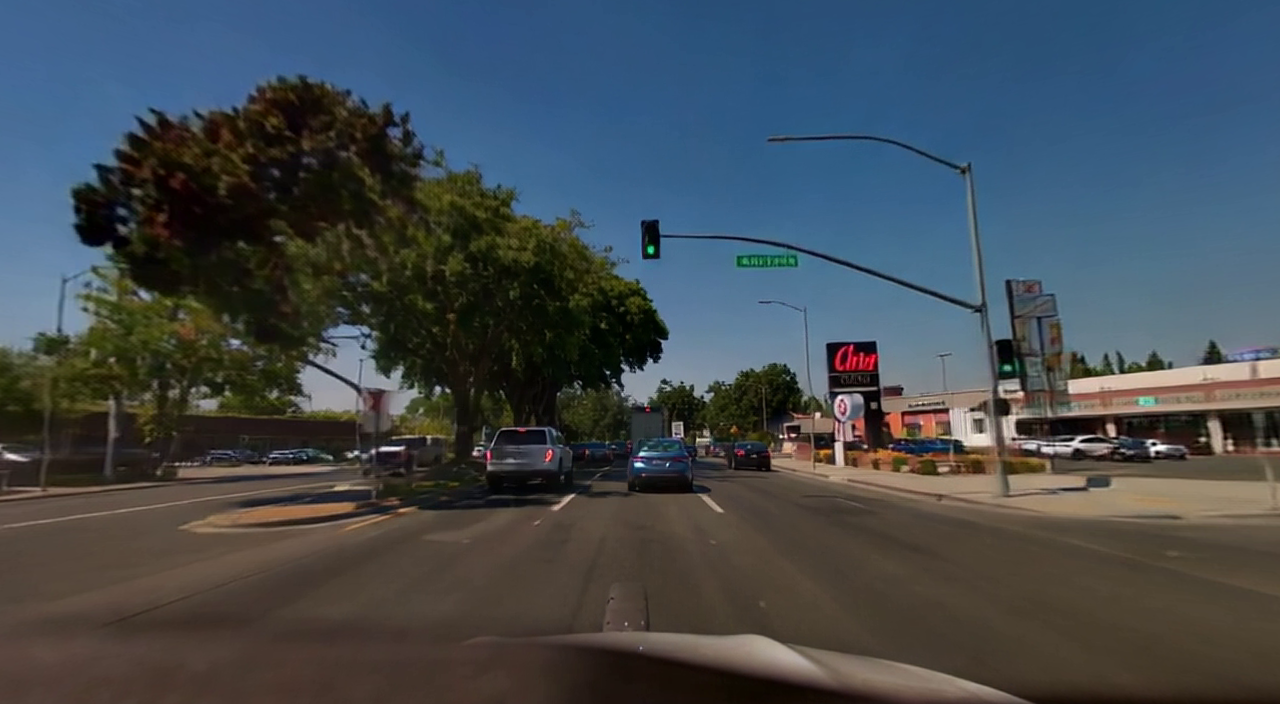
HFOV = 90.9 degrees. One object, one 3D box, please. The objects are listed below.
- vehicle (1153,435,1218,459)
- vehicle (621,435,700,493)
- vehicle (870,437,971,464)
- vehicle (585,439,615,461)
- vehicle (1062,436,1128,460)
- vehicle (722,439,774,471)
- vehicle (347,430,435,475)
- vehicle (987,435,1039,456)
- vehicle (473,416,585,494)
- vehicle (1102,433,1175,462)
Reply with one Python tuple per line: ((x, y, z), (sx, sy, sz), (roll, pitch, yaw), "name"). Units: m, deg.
((34.568, 5.996, 39.914), (4.052, 1.445, 1.889), (5, -10, -32), "vehicle")
((0.537, 3.237, 18.604), (2.061, 1.494, 4.079), (0, -8, 0), "vehicle")
((15.650, 5.487, 35.265), (4.756, 1.422, 1.831), (0, -8, -1), "vehicle")
((-2.920, 7.274, 46.852), (1.902, 1.522, 3.523), (0, -8, 1), "vehicle")
((28.461, 5.981, 39.377), (3.873, 1.429, 1.765), (5, -10, -29), "vehicle")
((5.364, 5.173, 31.911), (1.900, 1.507, 4.151), (0, -8, 0), "vehicle")
((-11.679, 4.760, 30.024), (2.165, 1.926, 4.899), (0, -8, 0), "vehicle")
((28.873, 7.210, 48.744), (3.799, 1.541, 1.747), (5, -10, -30), "vehicle")
((-3.031, 2.984, 18.526), (2.289, 1.935, 5.227), (0, -8, 1), "vehicle")
((29.314, 5.587, 37.018), (4.225, 1.502, 1.915), (3, -9, -32), "vehicle")
